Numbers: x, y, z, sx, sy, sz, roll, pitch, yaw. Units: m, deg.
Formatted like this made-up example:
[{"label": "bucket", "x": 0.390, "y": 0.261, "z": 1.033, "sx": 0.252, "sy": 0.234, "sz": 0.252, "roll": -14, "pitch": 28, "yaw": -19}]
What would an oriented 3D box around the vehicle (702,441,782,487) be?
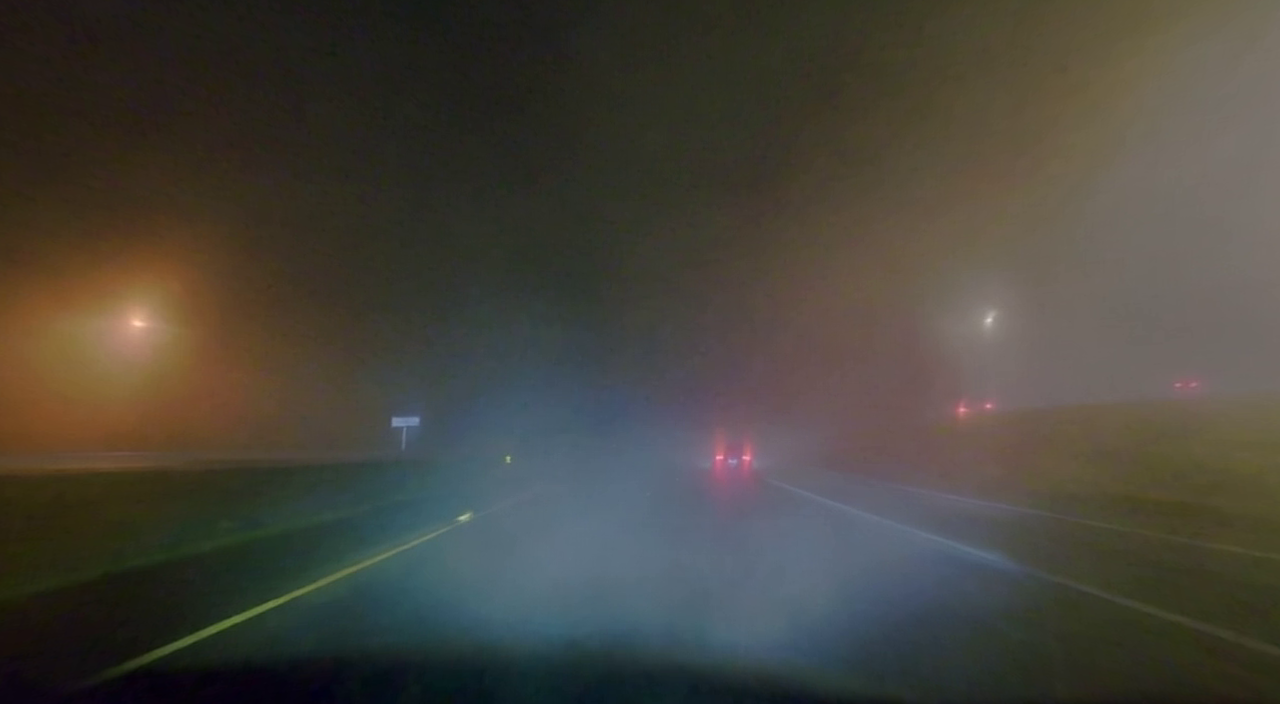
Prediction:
[{"label": "vehicle", "x": 3.380, "y": 3.825, "z": 21.738, "sx": 2.124, "sy": 1.405, "sz": 4.398, "roll": 0, "pitch": -8, "yaw": 1}]
